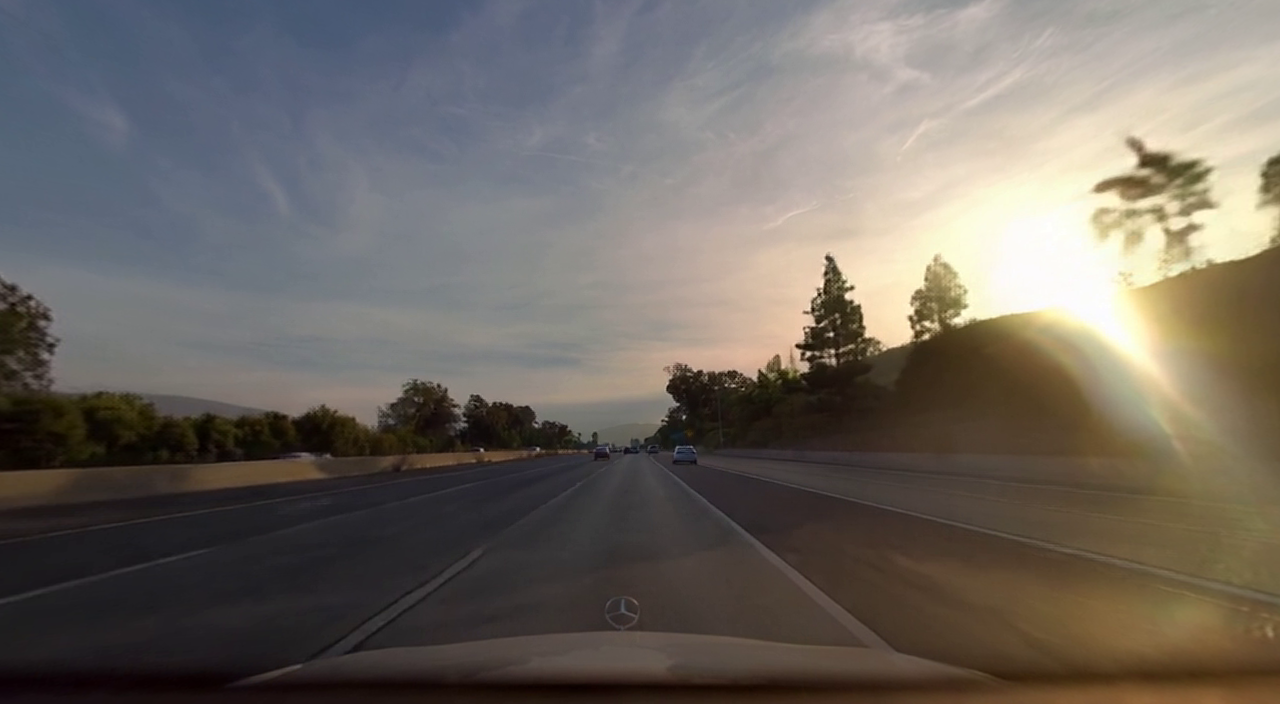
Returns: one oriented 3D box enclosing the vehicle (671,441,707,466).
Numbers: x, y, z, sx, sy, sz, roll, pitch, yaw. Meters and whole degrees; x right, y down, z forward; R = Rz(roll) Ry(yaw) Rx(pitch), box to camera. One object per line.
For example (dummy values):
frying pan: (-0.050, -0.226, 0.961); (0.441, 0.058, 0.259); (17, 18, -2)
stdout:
vehicle: (3.391, 7.210, 44.874); (2.130, 1.677, 4.317); (0, -9, -1)
